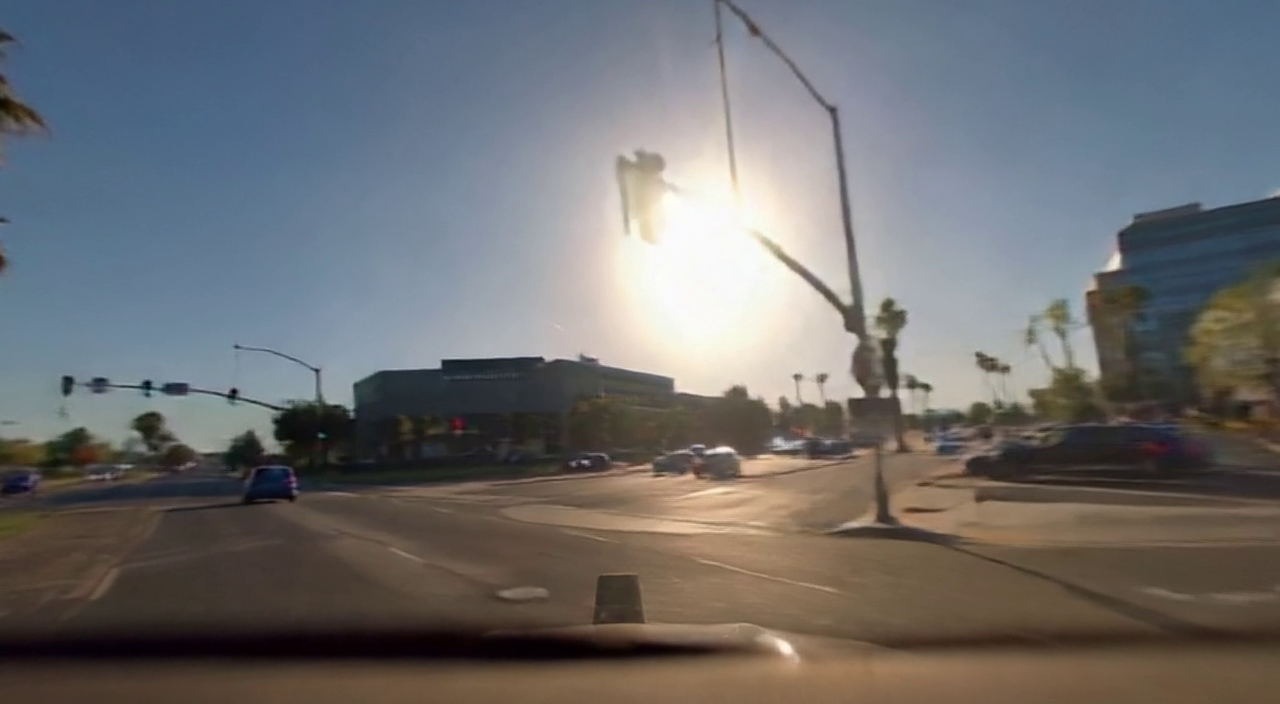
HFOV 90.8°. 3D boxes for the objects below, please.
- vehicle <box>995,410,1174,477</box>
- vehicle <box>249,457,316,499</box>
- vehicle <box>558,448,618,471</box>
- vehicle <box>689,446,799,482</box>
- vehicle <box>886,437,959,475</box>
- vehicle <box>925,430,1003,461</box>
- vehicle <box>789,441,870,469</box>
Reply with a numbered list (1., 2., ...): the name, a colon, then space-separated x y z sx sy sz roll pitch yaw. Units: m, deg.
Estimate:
1. vehicle: 11.342 2.442 16.439 1.893 1.489 3.430 3 -11 -7
2. vehicle: -15.827 5.481 27.891 1.969 1.555 4.431 6 -10 -36
3. vehicle: -3.734 7.493 44.465 2.046 1.481 4.936 5 -10 -34
4. vehicle: 4.494 4.750 27.157 4.355 1.398 2.085 5 -10 -33
5. vehicle: 17.112 6.243 38.215 4.377 1.433 1.867 -2 3 -32
6. vehicle: 18.606 5.375 36.252 4.178 1.533 1.992 8 -11 -29
7. vehicle: 10.514 5.660 35.024 4.199 1.459 1.997 5 -10 -33
